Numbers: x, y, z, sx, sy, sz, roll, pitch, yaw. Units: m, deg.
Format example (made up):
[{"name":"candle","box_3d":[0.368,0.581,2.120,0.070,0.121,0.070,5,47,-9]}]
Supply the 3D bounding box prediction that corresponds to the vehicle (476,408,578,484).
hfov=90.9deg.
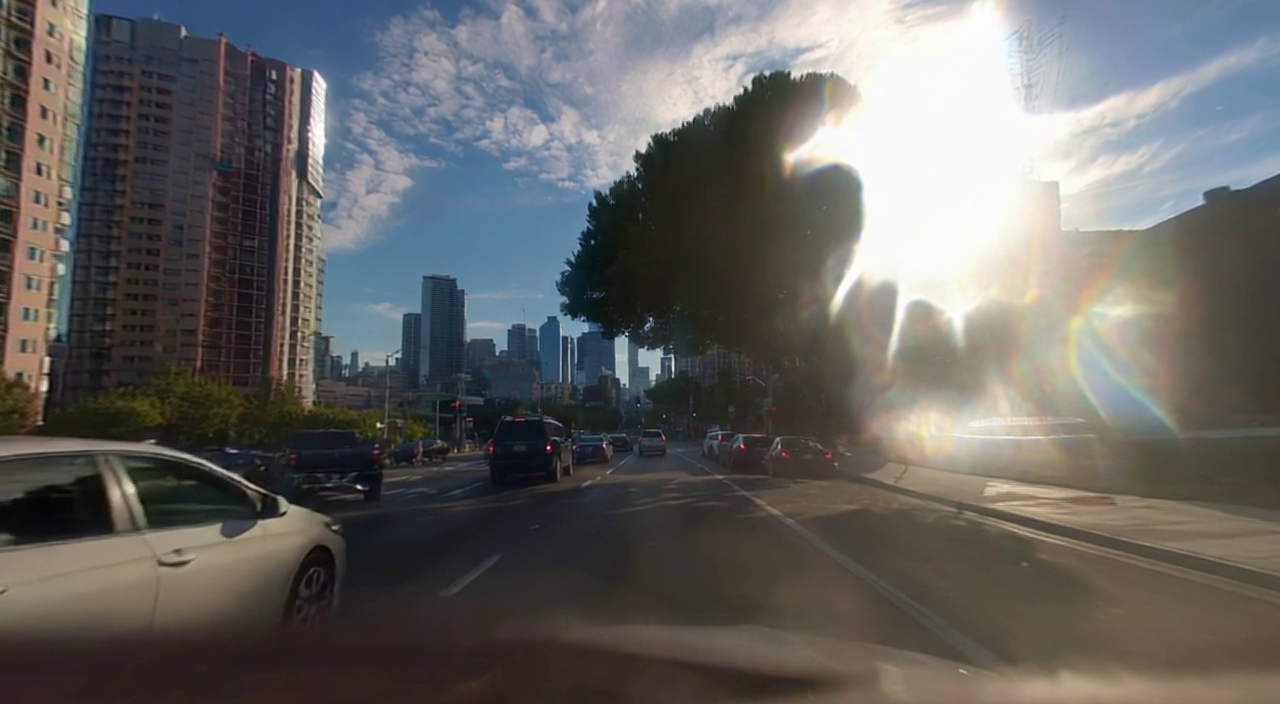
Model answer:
[{"name":"vehicle","box_3d":[-3.250,2.815,19.147,2.152,1.987,4.527,-1,-8,1]}]

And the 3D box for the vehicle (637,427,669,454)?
[{"name":"vehicle","box_3d":[0.902,6.287,44.922,2.194,1.779,3.996,-1,-8,0]}]

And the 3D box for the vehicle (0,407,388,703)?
[{"name":"vehicle","box_3d":[-2.849,0.960,2.464,1.959,1.406,4.272,0,-8,0]}]

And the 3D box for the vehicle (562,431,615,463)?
[{"name":"vehicle","box_3d":[-2.508,4.736,31.580,2.246,1.481,4.146,-1,-8,1]}]
